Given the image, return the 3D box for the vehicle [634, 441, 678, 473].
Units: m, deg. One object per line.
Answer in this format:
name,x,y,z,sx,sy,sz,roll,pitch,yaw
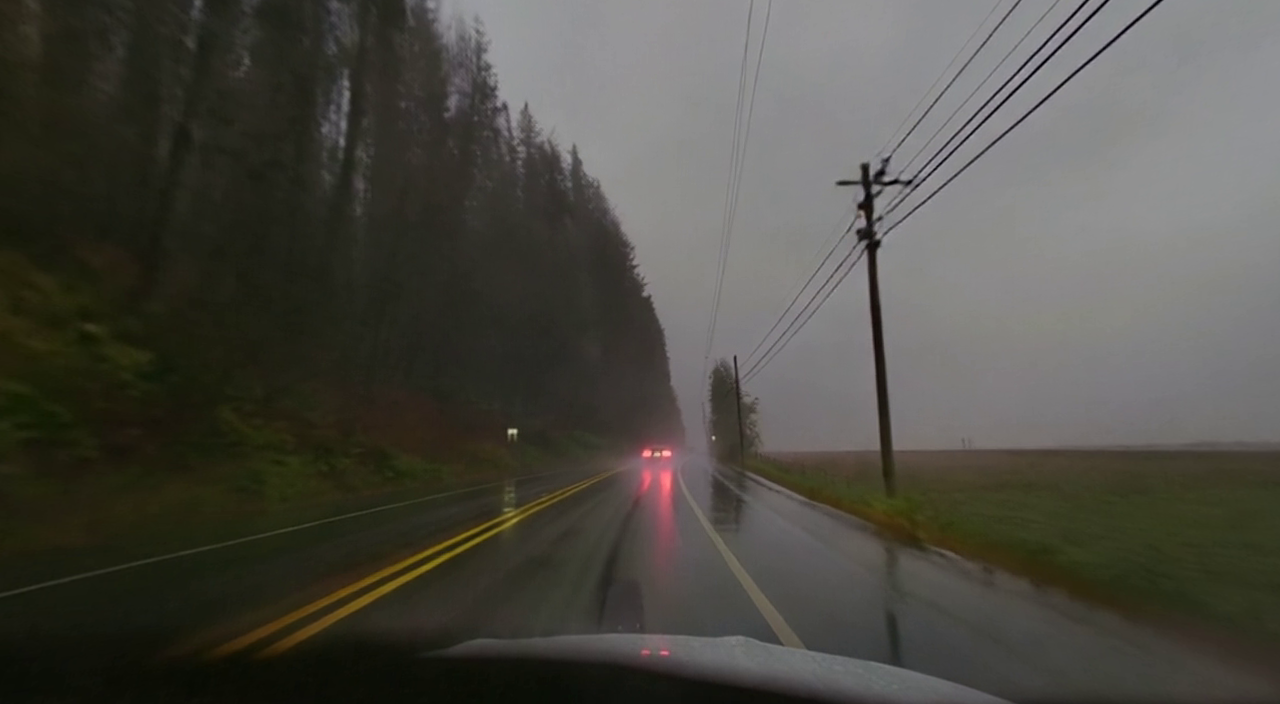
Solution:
vehicle,0.869,5.252,31.769,2.059,1.524,3.963,-1,-9,4
